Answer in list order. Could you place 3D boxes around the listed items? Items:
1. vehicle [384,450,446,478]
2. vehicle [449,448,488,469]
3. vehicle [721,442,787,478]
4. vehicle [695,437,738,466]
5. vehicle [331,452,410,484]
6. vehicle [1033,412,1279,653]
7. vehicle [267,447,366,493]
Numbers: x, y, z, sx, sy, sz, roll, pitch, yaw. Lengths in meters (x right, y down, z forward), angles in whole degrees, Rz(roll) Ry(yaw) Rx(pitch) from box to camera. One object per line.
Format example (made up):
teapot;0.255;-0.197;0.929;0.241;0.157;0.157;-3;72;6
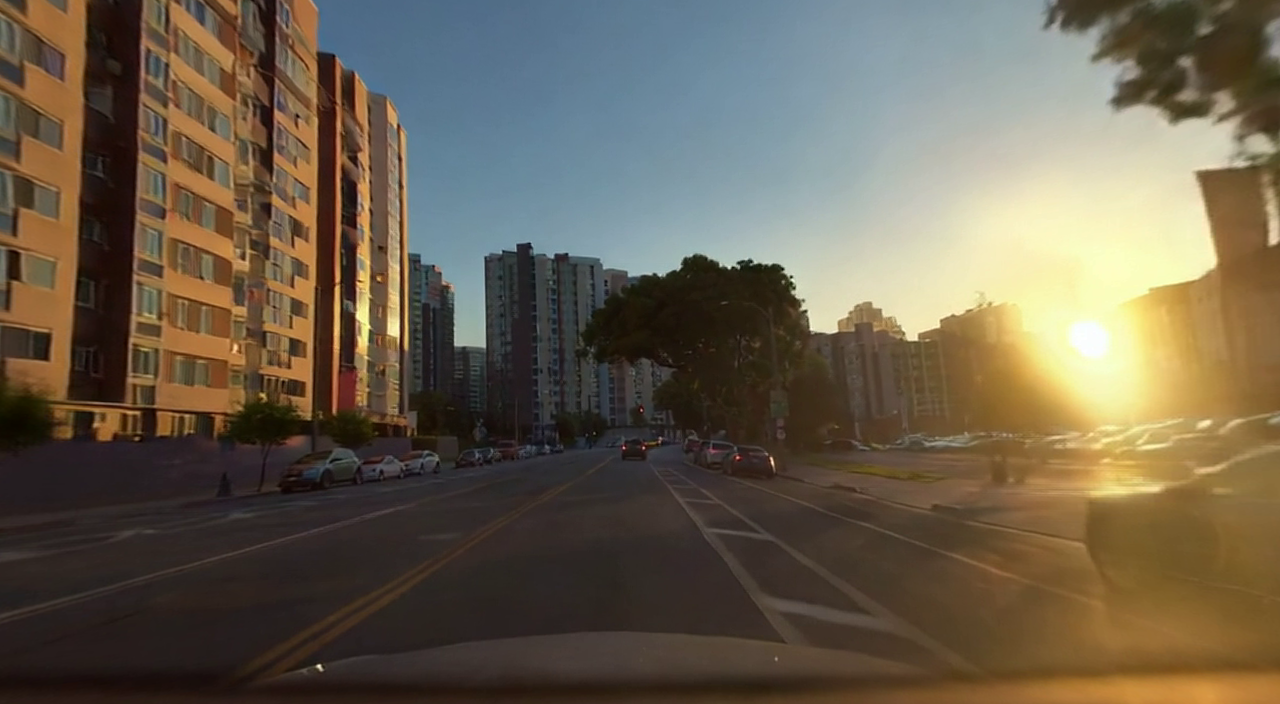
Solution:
vehicle;-13.180;6.564;37.274;1.889;1.461;4.608;0;-8;1
vehicle;-13.018;8.118;48.224;1.926;1.499;3.869;0;-8;0
vehicle;4.954;4.736;28.086;2.085;1.466;4.276;0;-8;-1
vehicle;5.000;6.587;41.898;2.102;1.781;5.470;0;-8;0
vehicle;-13.182;5.680;31.234;1.779;1.433;4.633;0;-8;2
vehicle;5.153;1.190;4.239;2.069;1.538;4.528;0;-8;-1
vehicle;-13.078;4.760;25.876;1.908;1.694;4.306;1;-8;-3
